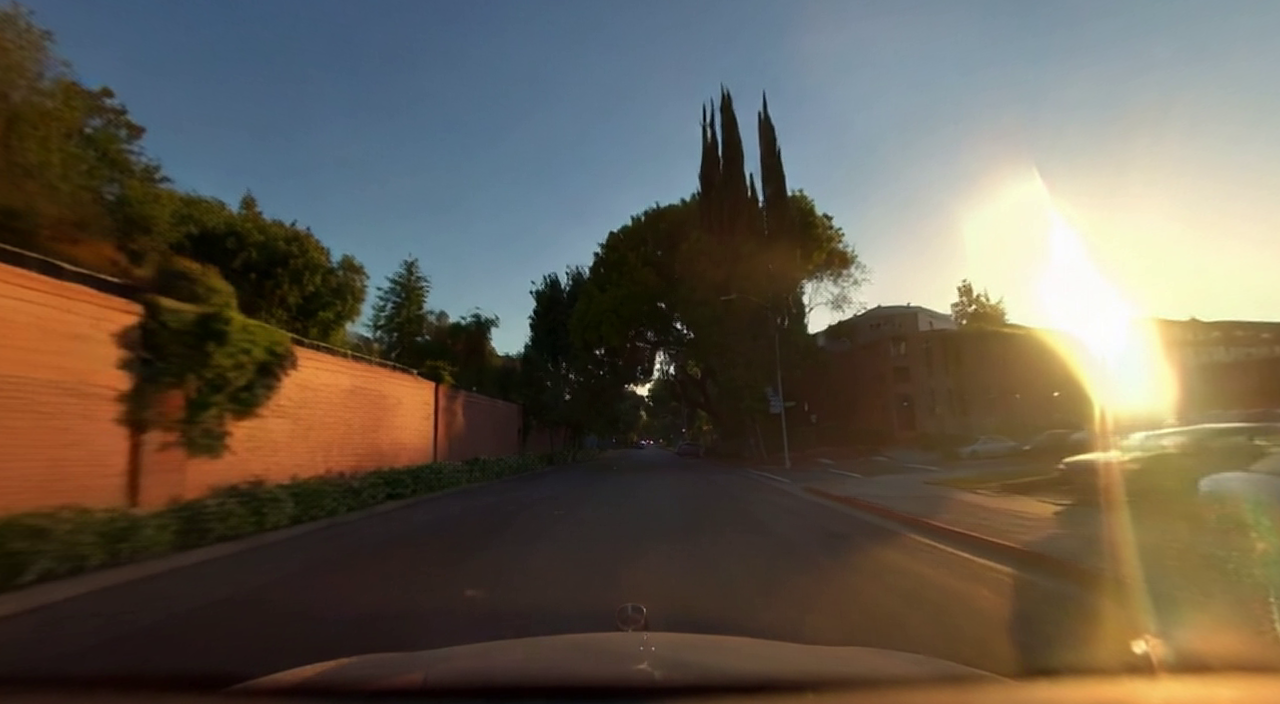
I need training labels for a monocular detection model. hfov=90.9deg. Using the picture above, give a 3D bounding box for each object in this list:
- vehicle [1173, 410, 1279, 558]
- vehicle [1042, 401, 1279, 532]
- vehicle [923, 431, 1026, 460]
[{"bbox_3d":[9.986,1.605,7.712,4.809,1.741,2.351,0,-9,-3],"label":"vehicle"},{"bbox_3d":[9.679,1.824,10.072,5.105,1.858,1.945,0,-11,-1],"label":"vehicle"},{"bbox_3d":[19.031,5.360,35.966,4.697,1.502,2.124,1,-9,-4],"label":"vehicle"}]
